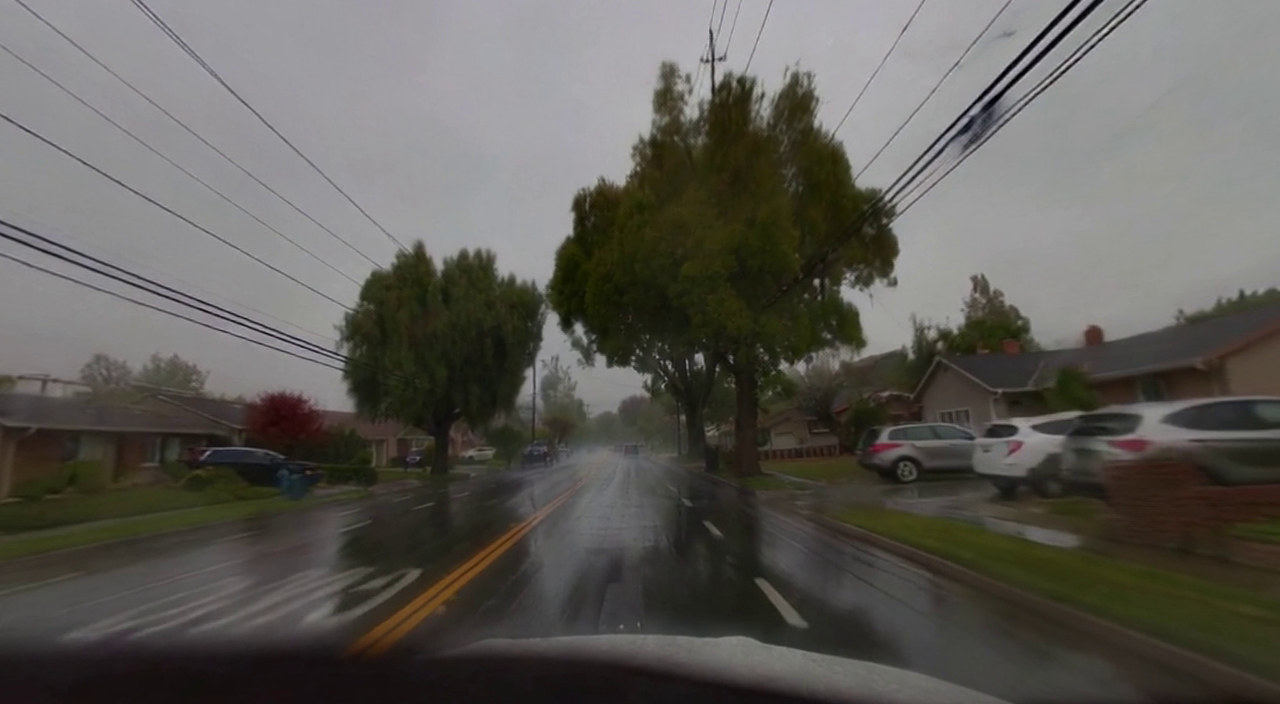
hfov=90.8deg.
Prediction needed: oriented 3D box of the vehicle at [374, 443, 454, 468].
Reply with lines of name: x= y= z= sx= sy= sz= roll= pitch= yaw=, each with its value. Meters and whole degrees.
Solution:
vehicle: x=-15.238 y=6.977 z=42.822 sx=4.651 sy=1.615 sz=1.961 roll=0 pitch=-8 yaw=2

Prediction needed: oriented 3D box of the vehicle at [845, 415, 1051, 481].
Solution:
vehicle: x=9.256 y=2.936 z=19.386 sx=5.212 sy=1.853 sz=2.062 roll=0 pitch=-8 yaw=1

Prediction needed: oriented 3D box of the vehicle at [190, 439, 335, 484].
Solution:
vehicle: x=-15.113 y=4.391 z=25.502 sx=4.501 sy=1.689 sz=2.106 roll=0 pitch=-8 yaw=1

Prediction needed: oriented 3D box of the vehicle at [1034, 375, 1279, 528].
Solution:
vehicle: x=8.843 y=1.424 z=9.173 sx=4.747 sy=1.942 sz=2.158 roll=0 pitch=-8 yaw=0
